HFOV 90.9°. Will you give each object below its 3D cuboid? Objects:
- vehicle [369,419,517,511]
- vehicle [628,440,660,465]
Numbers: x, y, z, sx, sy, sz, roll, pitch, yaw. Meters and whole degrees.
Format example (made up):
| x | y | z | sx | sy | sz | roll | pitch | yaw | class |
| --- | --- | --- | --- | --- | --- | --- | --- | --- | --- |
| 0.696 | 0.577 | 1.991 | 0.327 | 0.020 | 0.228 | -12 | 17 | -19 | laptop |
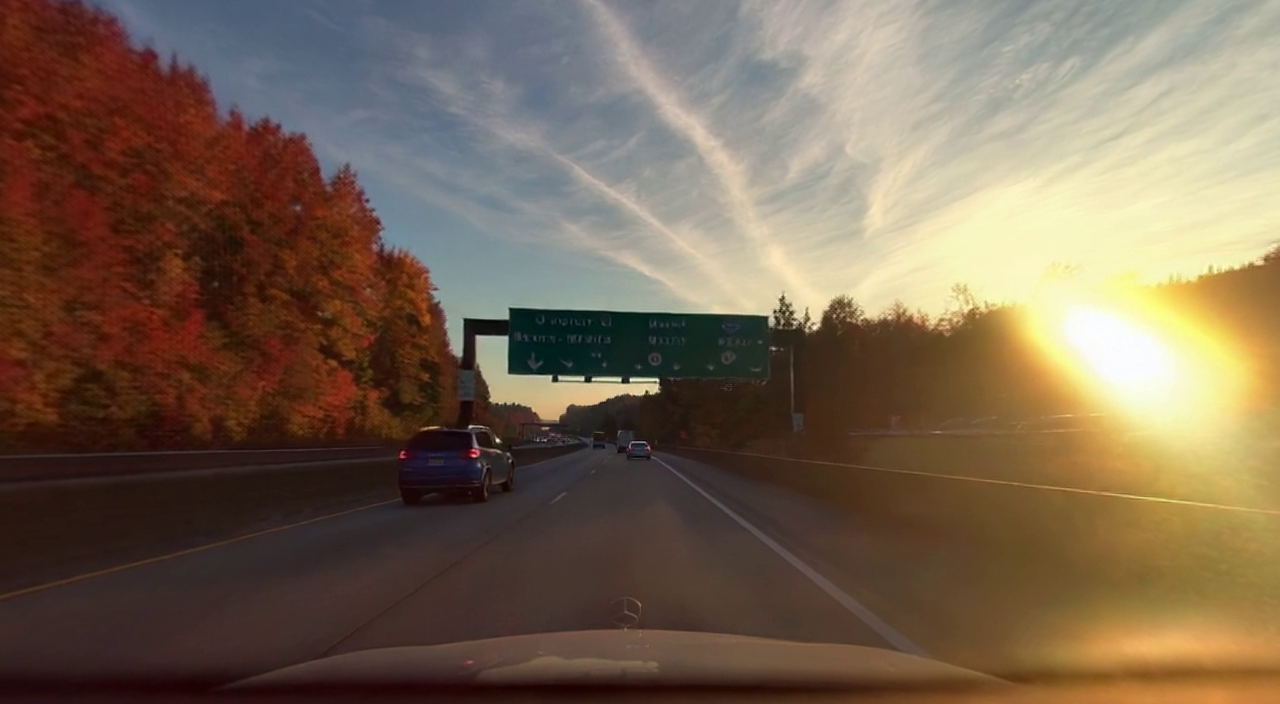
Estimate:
| x | y | z | sx | sy | sz | roll | pitch | yaw | class |
| --- | --- | --- | --- | --- | --- | --- | --- | --- | --- |
| -4.167 | 2.458 | 14.126 | 1.924 | 1.720 | 4.195 | 0 | -8 | 0 | vehicle |
| 0.231 | 6.518 | 41.015 | 1.939 | 1.497 | 3.863 | 0 | -8 | -1 | vehicle |
